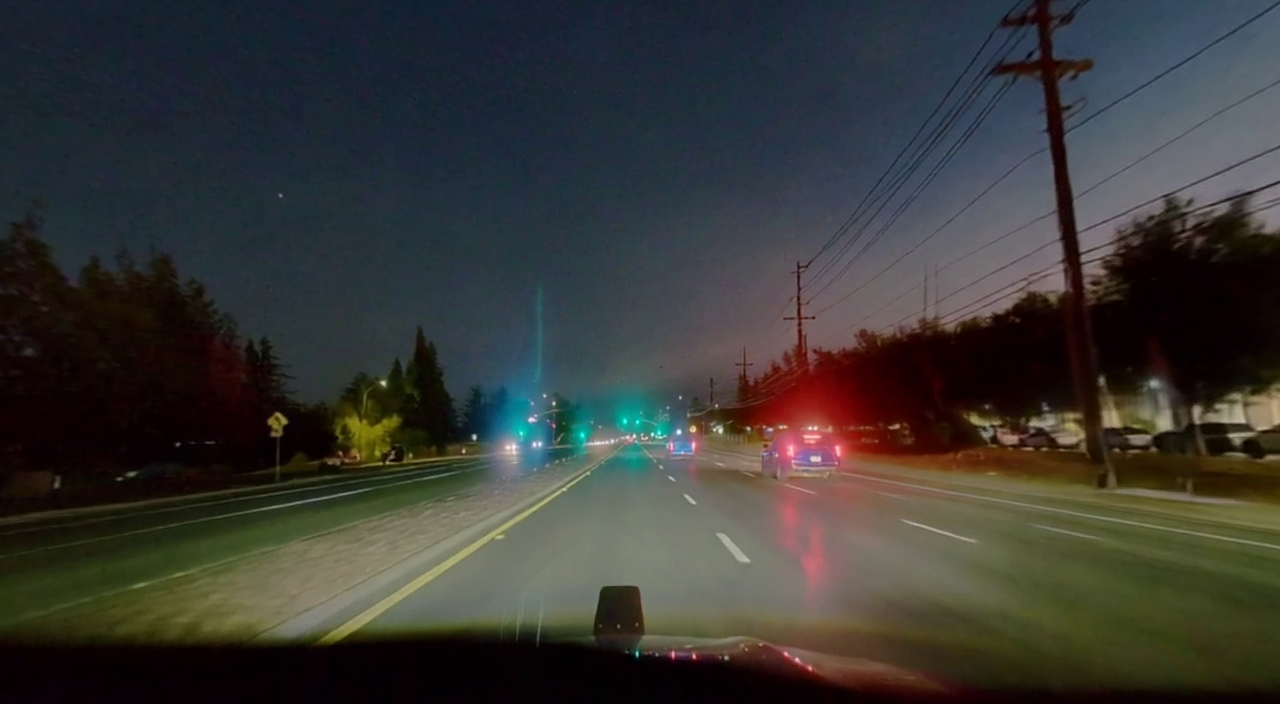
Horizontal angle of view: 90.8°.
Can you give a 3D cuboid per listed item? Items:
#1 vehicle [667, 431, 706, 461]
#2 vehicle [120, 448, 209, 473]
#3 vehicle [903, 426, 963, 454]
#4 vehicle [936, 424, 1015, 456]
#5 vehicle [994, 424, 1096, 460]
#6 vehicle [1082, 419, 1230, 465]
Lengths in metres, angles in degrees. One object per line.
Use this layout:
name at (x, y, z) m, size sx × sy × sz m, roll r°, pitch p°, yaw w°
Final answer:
vehicle at (2.970, 6.116, 40.989) m, size 2.086 × 1.803 × 4.607 m, roll 0°, pitch -8°, yaw -1°
vehicle at (-34.572, 7.867, 46.043) m, size 4.598 × 1.717 × 2.289 m, roll 0°, pitch -8°, yaw -1°
vehicle at (19.985, 6.055, 43.278) m, size 1.939 × 1.753 × 4.469 m, roll 0°, pitch -8°, yaw 0°
vehicle at (19.964, 5.272, 37.839) m, size 1.941 × 1.784 × 4.967 m, roll 0°, pitch -8°, yaw -1°
vehicle at (20.169, 4.535, 31.763) m, size 2.021 × 1.640 × 4.620 m, roll 0°, pitch -8°, yaw -1°
vehicle at (20.311, 3.600, 25.213) m, size 1.896 × 1.656 × 4.653 m, roll 0°, pitch -8°, yaw -1°
